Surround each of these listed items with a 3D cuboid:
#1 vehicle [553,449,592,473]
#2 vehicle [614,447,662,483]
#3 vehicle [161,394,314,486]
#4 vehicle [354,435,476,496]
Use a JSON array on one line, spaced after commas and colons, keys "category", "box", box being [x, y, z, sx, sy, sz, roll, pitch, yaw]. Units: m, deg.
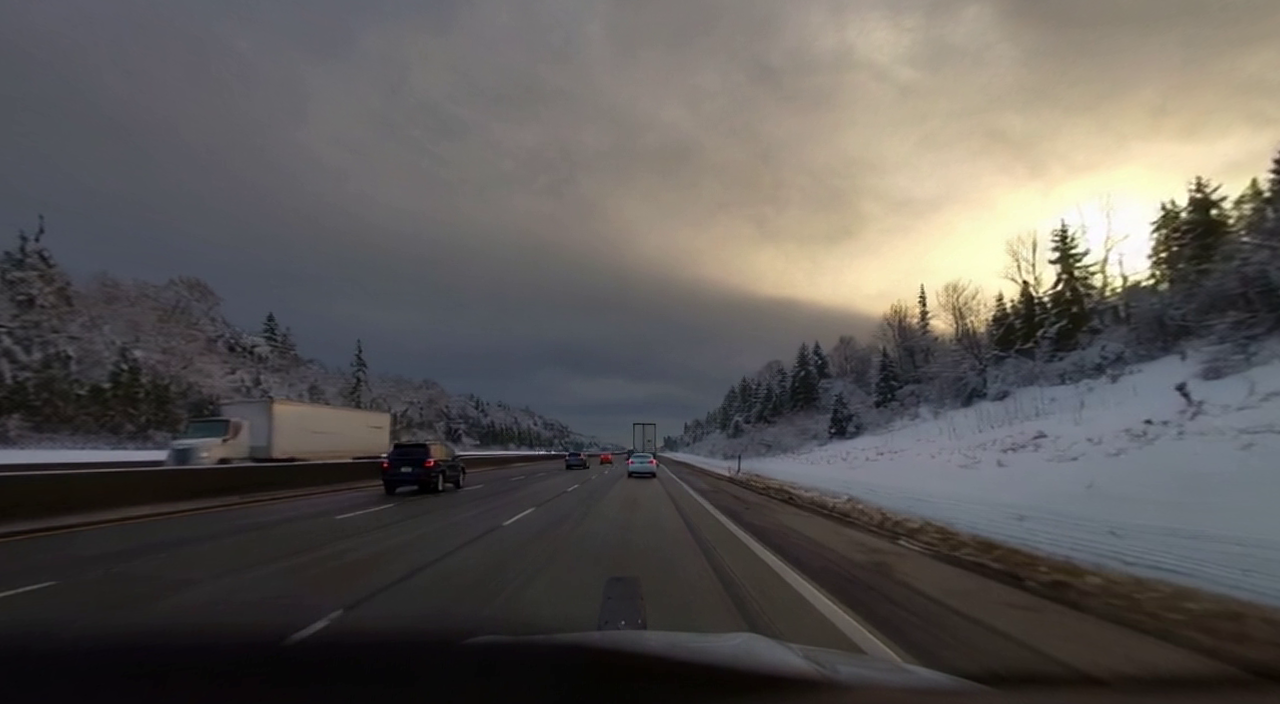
[{"category": "vehicle", "box": [-4.426, 7.191, 41.842, 2.018, 1.504, 4.431, 0, -9, 1]}, {"category": "vehicle", "box": [-0.095, 4.997, 28.073, 1.991, 1.507, 3.391, 0, -9, 0]}, {"category": "vehicle", "box": [-19.090, 4.308, 30.521, 3.032, 3.951, 6.367, 0, -9, 0]}, {"category": "vehicle", "box": [-7.742, 3.980, 22.462, 2.316, 1.875, 5.337, 0, -9, 1]}]
